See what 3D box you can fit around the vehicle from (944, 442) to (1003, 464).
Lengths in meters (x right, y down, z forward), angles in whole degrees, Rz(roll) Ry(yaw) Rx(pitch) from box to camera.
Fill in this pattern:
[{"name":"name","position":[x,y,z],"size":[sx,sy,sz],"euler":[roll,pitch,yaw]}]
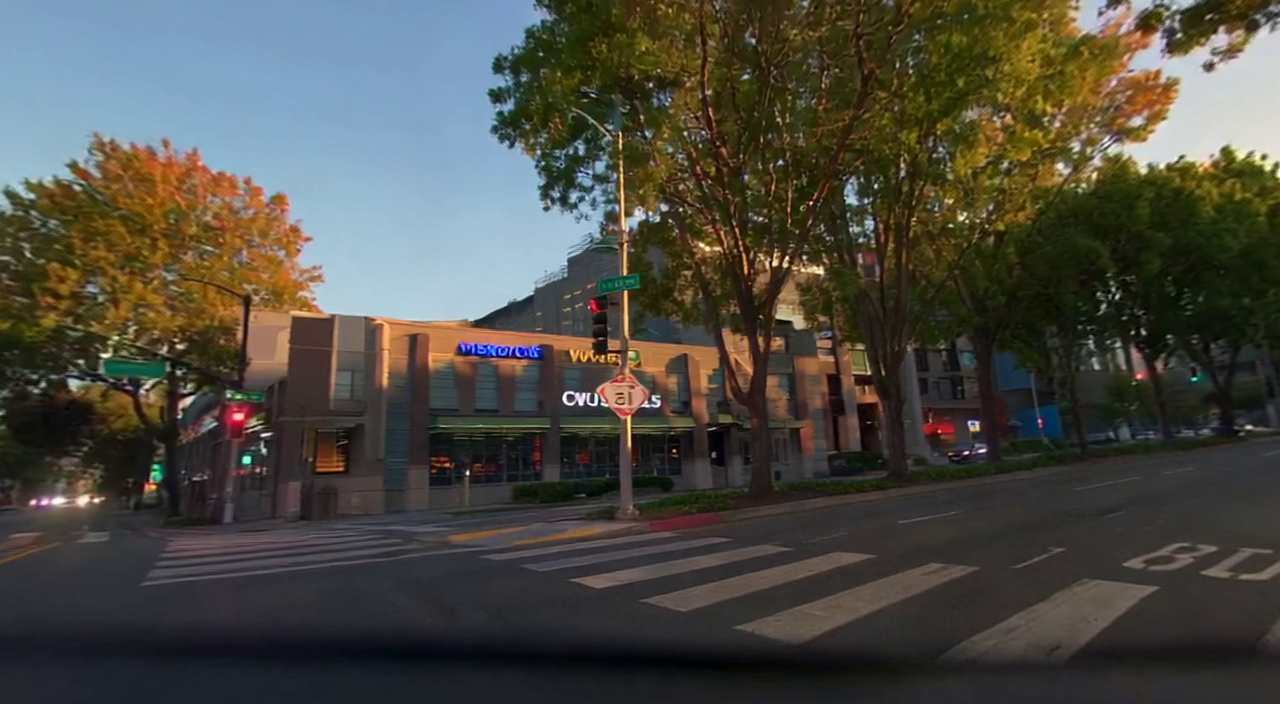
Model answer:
[{"name":"vehicle","position":[24.862,7.503,47.043],"size":[4.442,1.440,1.840],"euler":[4,-10,-32]}]

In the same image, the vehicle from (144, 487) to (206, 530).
[{"name":"vehicle","position":[-21.351,7.145,29.119],"size":[2.066,1.481,4.004],"euler":[6,-10,-34]}]

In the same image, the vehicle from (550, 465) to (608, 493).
[{"name":"vehicle","position":[-3.938,8.022,40.114],"size":[1.956,1.471,3.994],"euler":[4,-10,-34]}]
